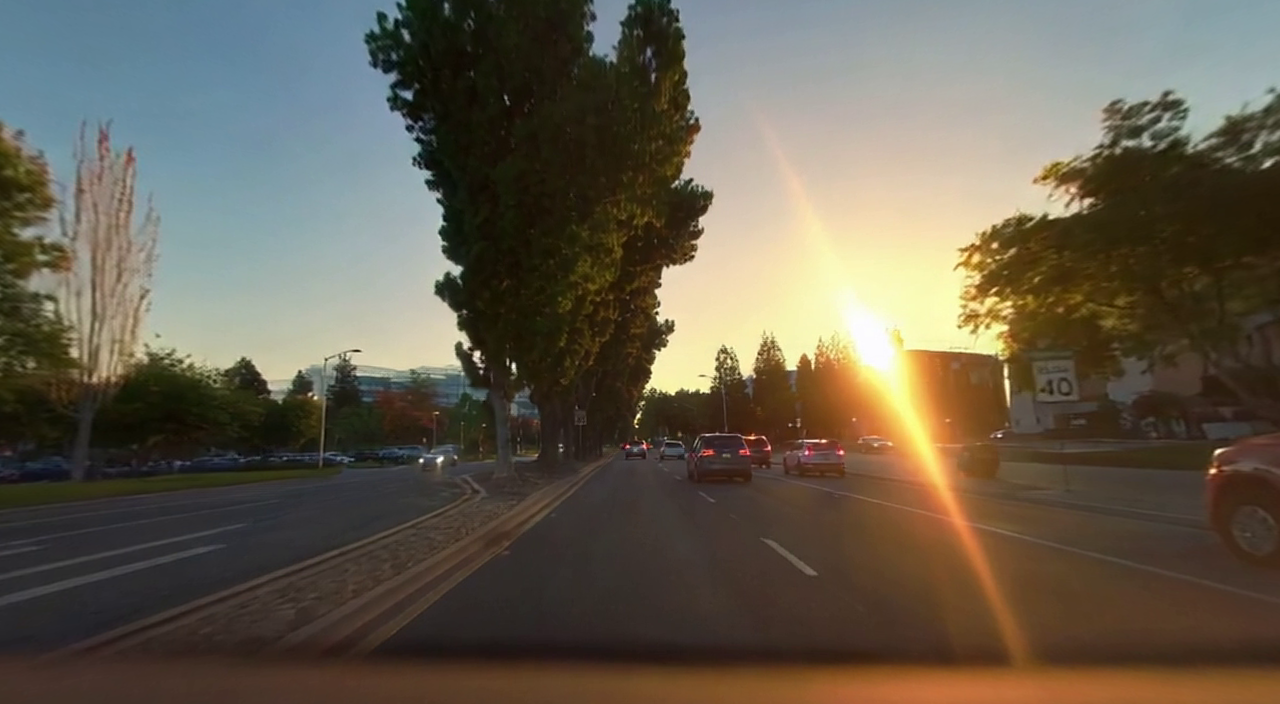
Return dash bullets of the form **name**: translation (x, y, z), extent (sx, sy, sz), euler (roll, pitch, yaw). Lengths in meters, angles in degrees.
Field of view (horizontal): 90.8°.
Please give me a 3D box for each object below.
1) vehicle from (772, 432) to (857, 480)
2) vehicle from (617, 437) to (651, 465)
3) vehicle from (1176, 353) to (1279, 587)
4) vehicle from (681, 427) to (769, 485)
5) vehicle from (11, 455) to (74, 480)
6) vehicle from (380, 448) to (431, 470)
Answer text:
- **vehicle**: translation (6.676, 4.023, 24.693), extent (2.025, 1.719, 4.161), euler (0, -8, -1)
- **vehicle**: translation (-0.384, 6.408, 41.132), extent (2.132, 1.693, 3.819), euler (0, -8, -1)
- **vehicle**: translation (7.173, 0.816, 3.974), extent (2.429, 2.142, 5.731), euler (0, -8, -1)
- **vehicle**: translation (2.786, 3.560, 21.886), extent (2.227, 1.794, 4.457), euler (0, -8, -2)
- **vehicle**: translation (-44.526, 8.571, 47.208), extent (1.896, 1.725, 4.611), euler (3, -9, -24)
- **vehicle**: translation (-18.305, 8.368, 49.624), extent (2.129, 1.531, 4.696), euler (0, -8, 1)
